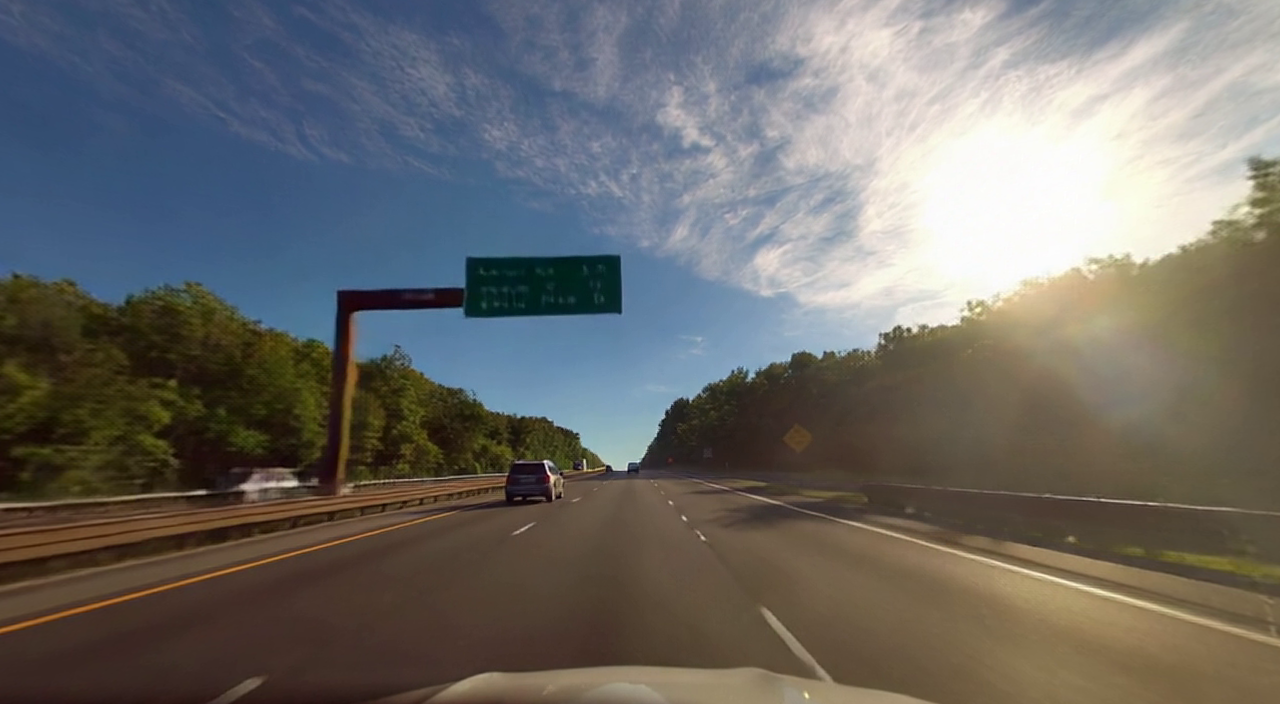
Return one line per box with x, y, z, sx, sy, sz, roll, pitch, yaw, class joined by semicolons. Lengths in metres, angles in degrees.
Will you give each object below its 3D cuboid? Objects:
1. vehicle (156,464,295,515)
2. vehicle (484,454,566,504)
-14.081;4.672;21.745;1.943;1.528;4.197;1;-10;-1;vehicle
-3.957;4.507;22.518;2.081;1.586;4.245;0;-10;1;vehicle
